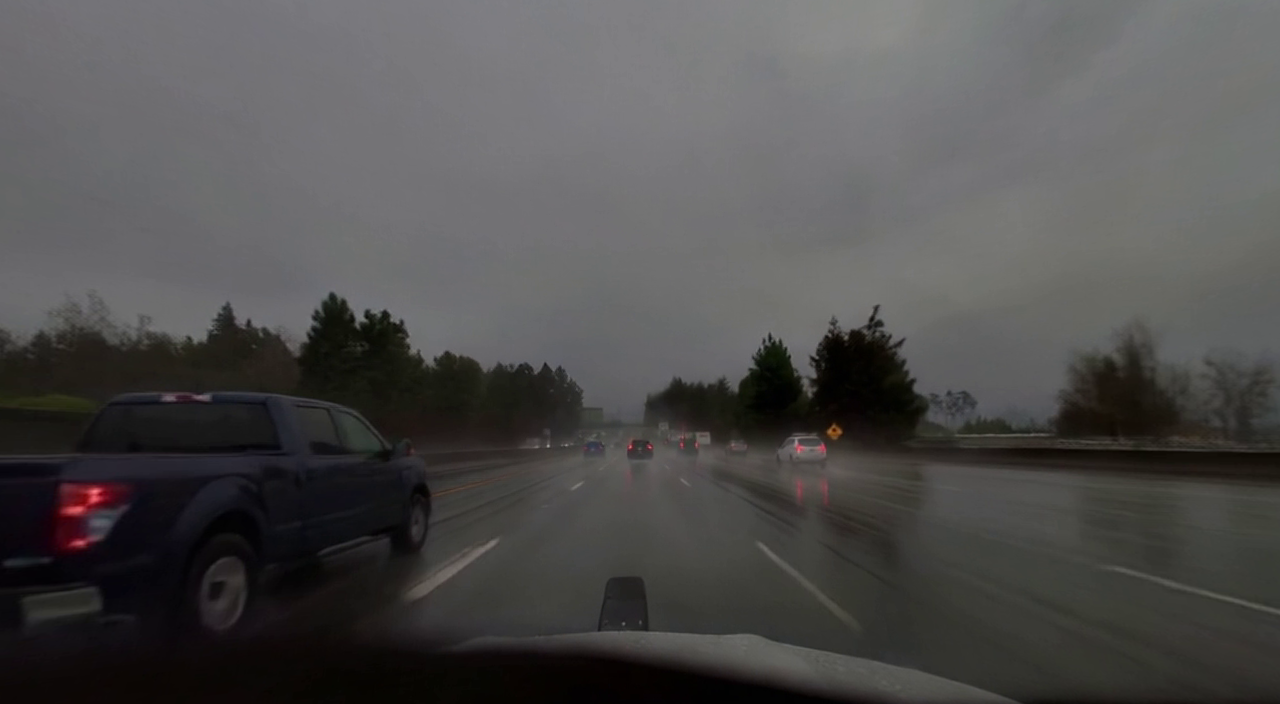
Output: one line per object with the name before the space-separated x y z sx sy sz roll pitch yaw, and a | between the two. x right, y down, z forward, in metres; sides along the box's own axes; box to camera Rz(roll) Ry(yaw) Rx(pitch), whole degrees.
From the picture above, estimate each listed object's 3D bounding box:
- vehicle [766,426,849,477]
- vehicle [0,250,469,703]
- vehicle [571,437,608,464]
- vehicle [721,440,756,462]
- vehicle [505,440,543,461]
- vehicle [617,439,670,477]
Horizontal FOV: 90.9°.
vehicle | 6.939 4.198 26.807 2.094 1.916 5.099 0 -9 0
vehicle | -3.421 1.028 4.794 2.487 1.979 5.742 0 -8 2
vehicle | -3.390 6.719 42.936 2.140 1.720 4.410 0 -9 0
vehicle | 7.198 7.259 46.434 1.894 1.511 4.148 0 -9 -1
vehicle | -9.092 7.780 49.878 2.089 1.532 4.432 0 -9 1
vehicle | 0.128 4.471 26.781 2.071 1.464 4.162 0 -9 0
